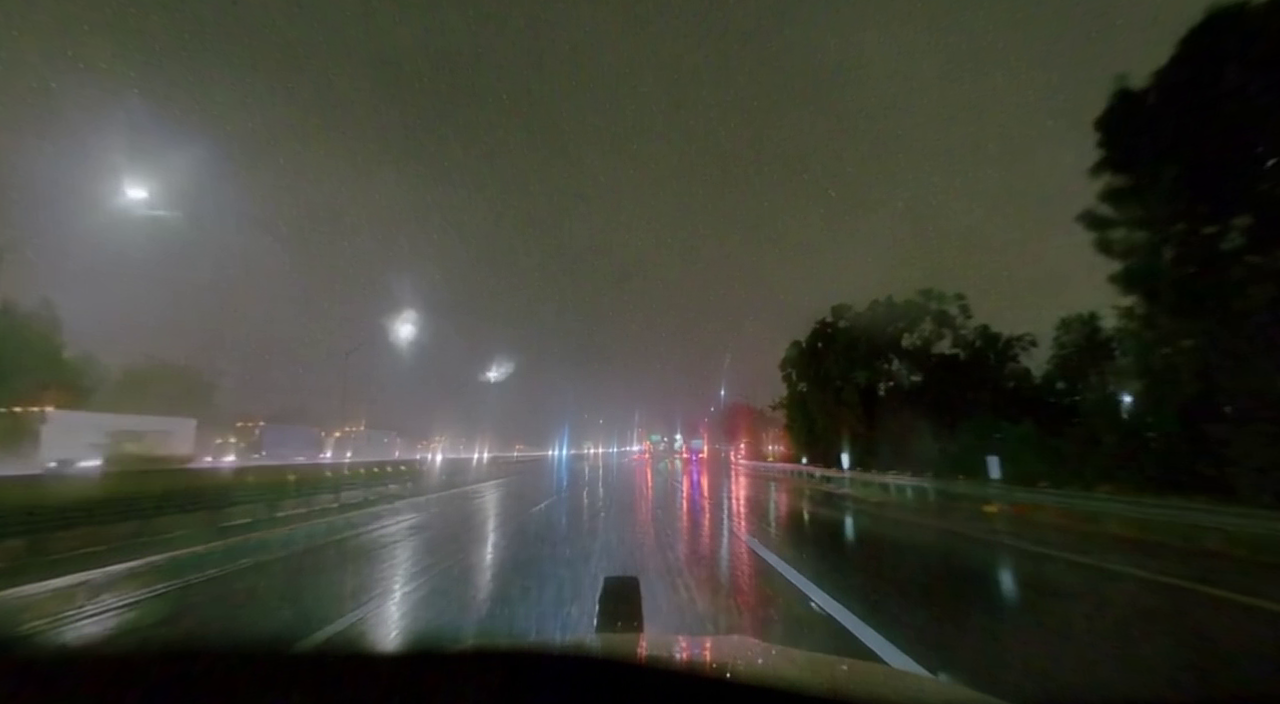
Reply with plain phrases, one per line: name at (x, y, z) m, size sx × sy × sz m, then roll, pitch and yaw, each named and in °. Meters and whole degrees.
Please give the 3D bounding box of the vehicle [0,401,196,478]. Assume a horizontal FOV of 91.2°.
vehicle at (-35.623, 5.745, 40.589) m, size 2.873 × 4.105 × 14.677 m, roll -2°, pitch -8°, yaw 1°
